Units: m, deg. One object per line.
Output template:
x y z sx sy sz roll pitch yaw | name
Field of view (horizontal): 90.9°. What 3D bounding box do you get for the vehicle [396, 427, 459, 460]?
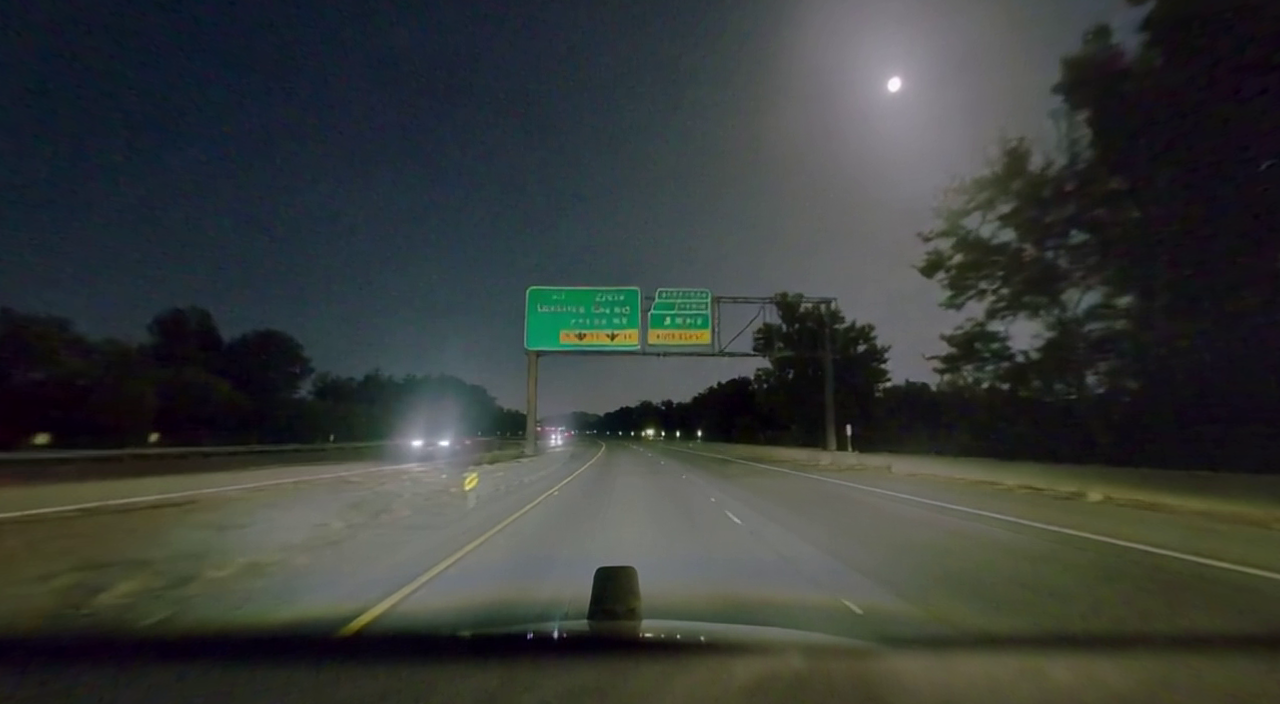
-9.965 4.323 29.835 1.771 1.461 3.643 0 -8 -1 | vehicle
